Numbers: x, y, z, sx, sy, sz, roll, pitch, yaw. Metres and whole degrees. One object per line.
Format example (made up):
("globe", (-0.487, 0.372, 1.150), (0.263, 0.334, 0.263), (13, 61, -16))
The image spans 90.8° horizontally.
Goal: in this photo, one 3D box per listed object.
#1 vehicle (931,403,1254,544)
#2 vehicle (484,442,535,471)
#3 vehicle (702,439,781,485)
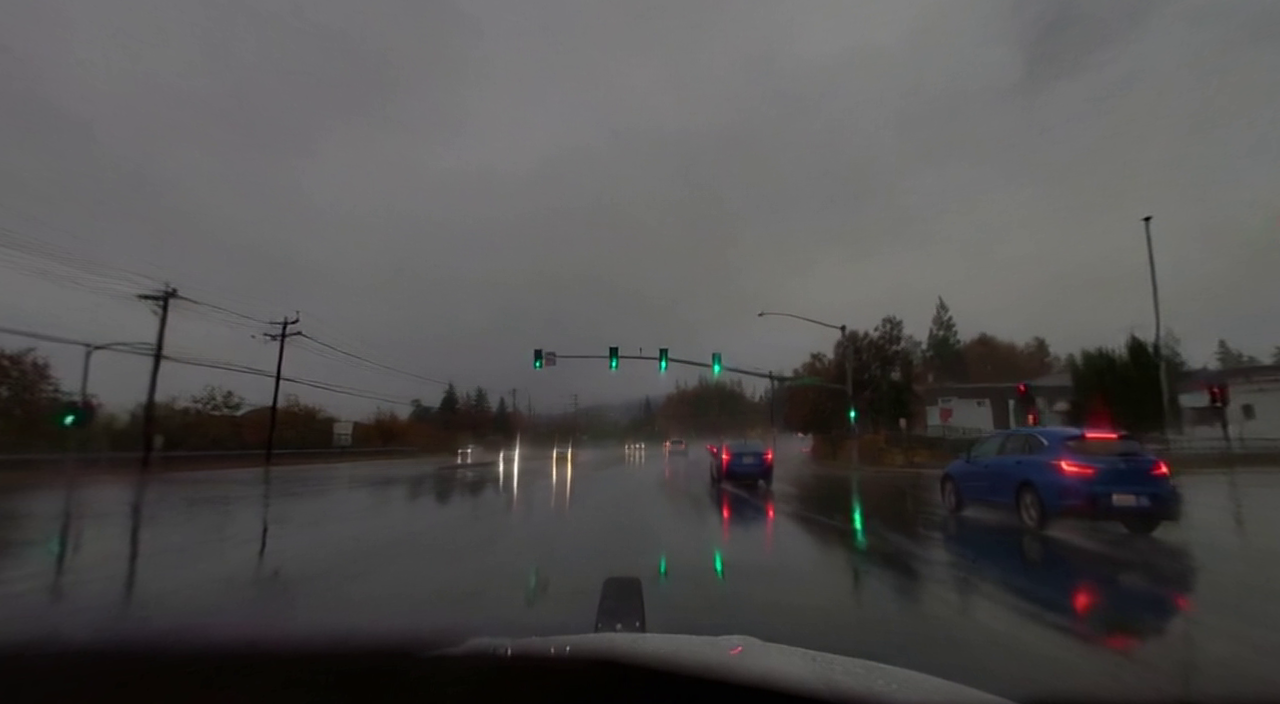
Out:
("vehicle", (6.886, 1.886, 10.424), (2.029, 1.795, 4.371), (0, -8, 0))
("vehicle", (-8.023, 6.480, 39.342), (1.933, 1.502, 4.946), (-3, -7, 2))
("vehicle", (3.428, 3.802, 22.224), (2.035, 1.460, 4.392), (0, -8, 0))
